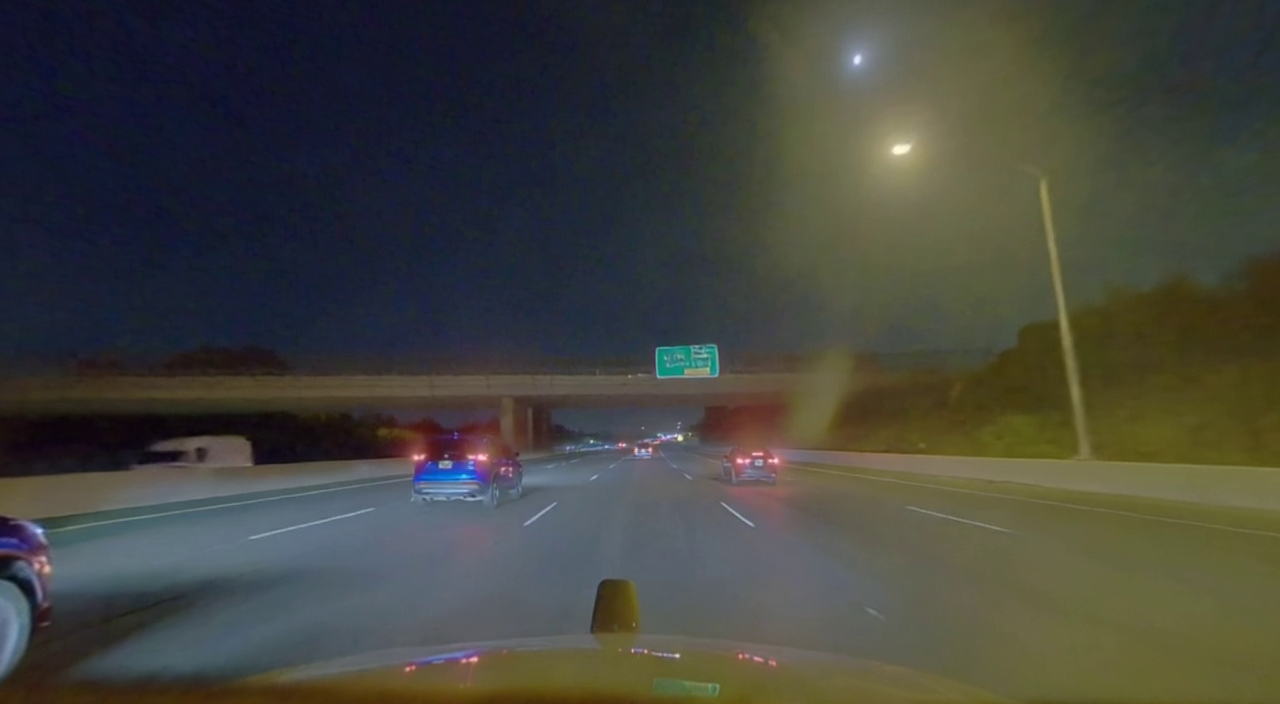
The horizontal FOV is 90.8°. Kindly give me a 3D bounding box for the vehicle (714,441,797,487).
[{"bbox_3d":[3.949,3.901,22.394,2.083,1.453,4.307,0,-8,-1],"label":"vehicle"}]

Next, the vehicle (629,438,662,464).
[{"bbox_3d":[0.442,7.541,48.222,2.428,1.841,4.402,0,-8,1],"label":"vehicle"}]

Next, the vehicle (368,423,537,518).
[{"bbox_3d":[-3.614,2.375,13.127,2.193,1.641,4.077,0,-8,1],"label":"vehicle"}]
